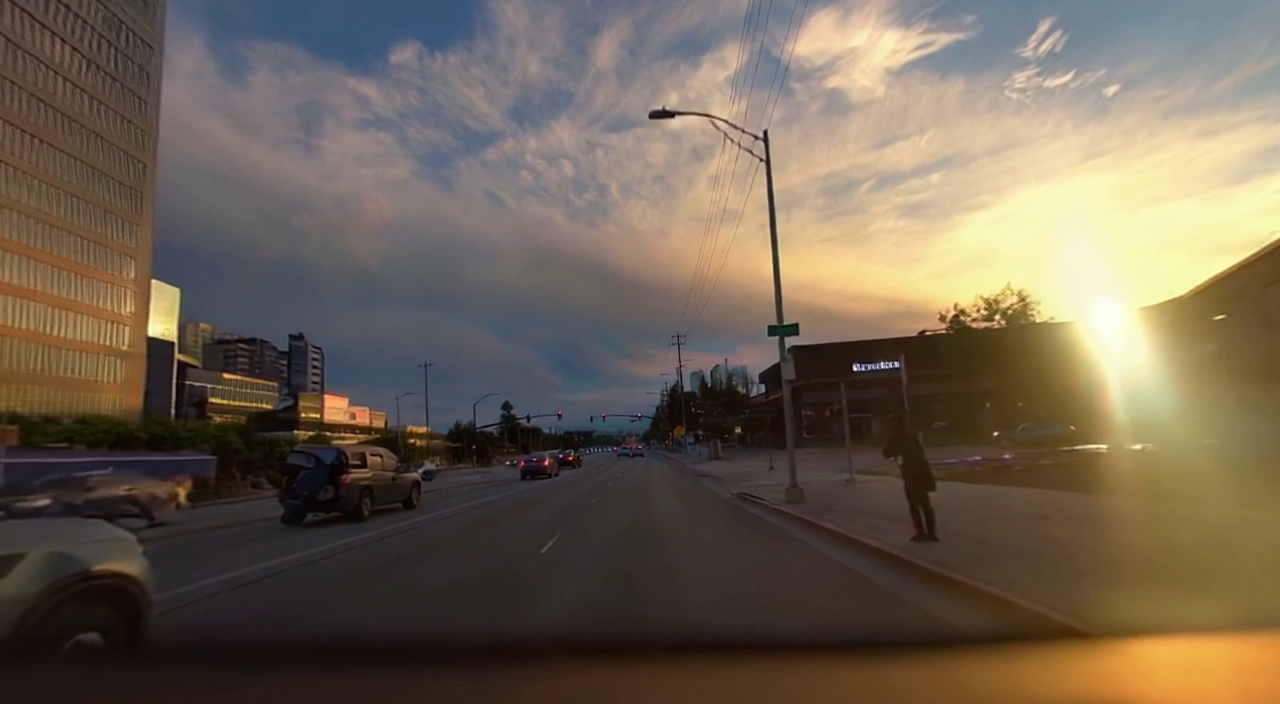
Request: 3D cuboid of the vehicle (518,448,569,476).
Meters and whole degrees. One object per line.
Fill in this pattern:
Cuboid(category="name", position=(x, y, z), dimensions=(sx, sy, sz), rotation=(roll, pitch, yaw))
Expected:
Cuboid(category="vehicle", position=(-5.339, 6.167, 35.450), dimensions=(2.030, 1.488, 4.650), rotation=(0, -9, 2))

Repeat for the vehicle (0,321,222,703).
Cuboid(category="vehicle", position=(-3.229, 0.537, 0.581), dimensions=(2.277, 1.743, 4.893), rotation=(0, -9, 0))

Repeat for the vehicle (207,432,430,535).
Cuboid(category="vehicle", position=(-6.197, 2.600, 13.010), dimensions=(2.007, 1.698, 4.759), rotation=(0, -9, 1))
